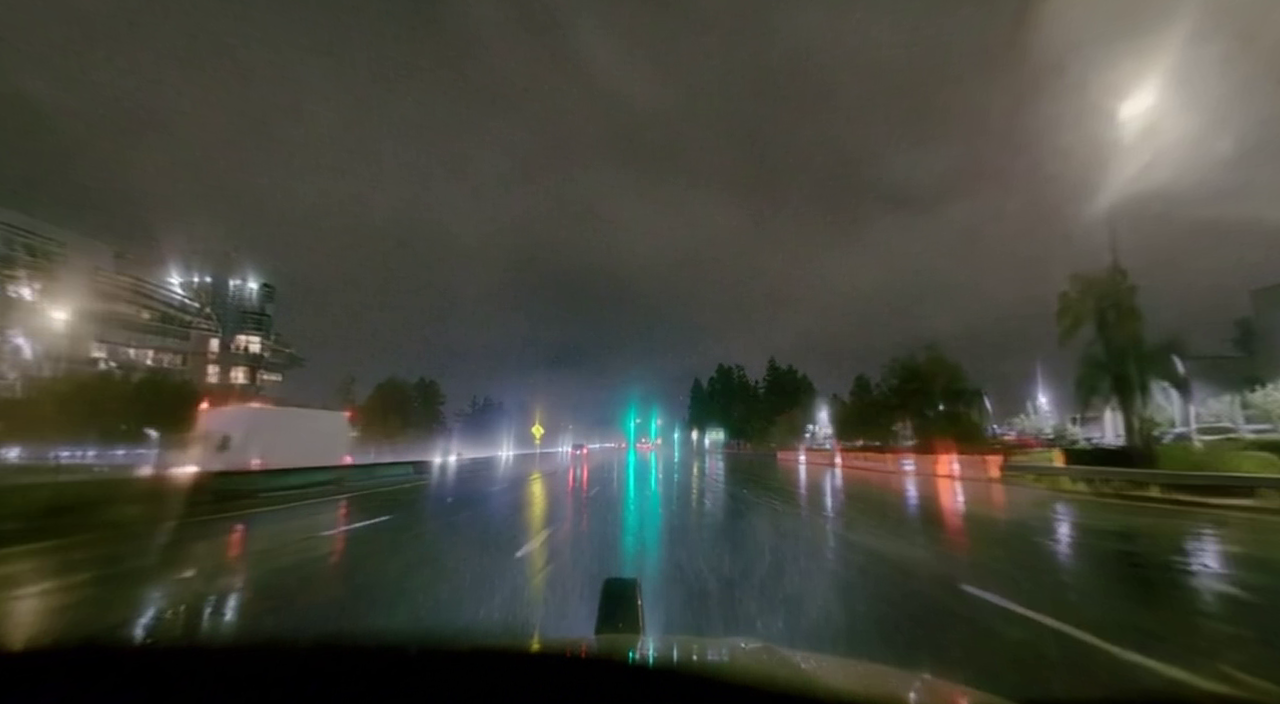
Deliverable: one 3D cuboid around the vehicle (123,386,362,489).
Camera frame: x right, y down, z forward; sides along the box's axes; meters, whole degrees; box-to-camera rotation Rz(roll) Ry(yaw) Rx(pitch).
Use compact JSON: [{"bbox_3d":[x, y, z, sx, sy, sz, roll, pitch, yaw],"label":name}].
[{"bbox_3d":[-19.725,4.661,33.582,2.729,4.186,15.380,0,-9,0],"label":"vehicle"}]
